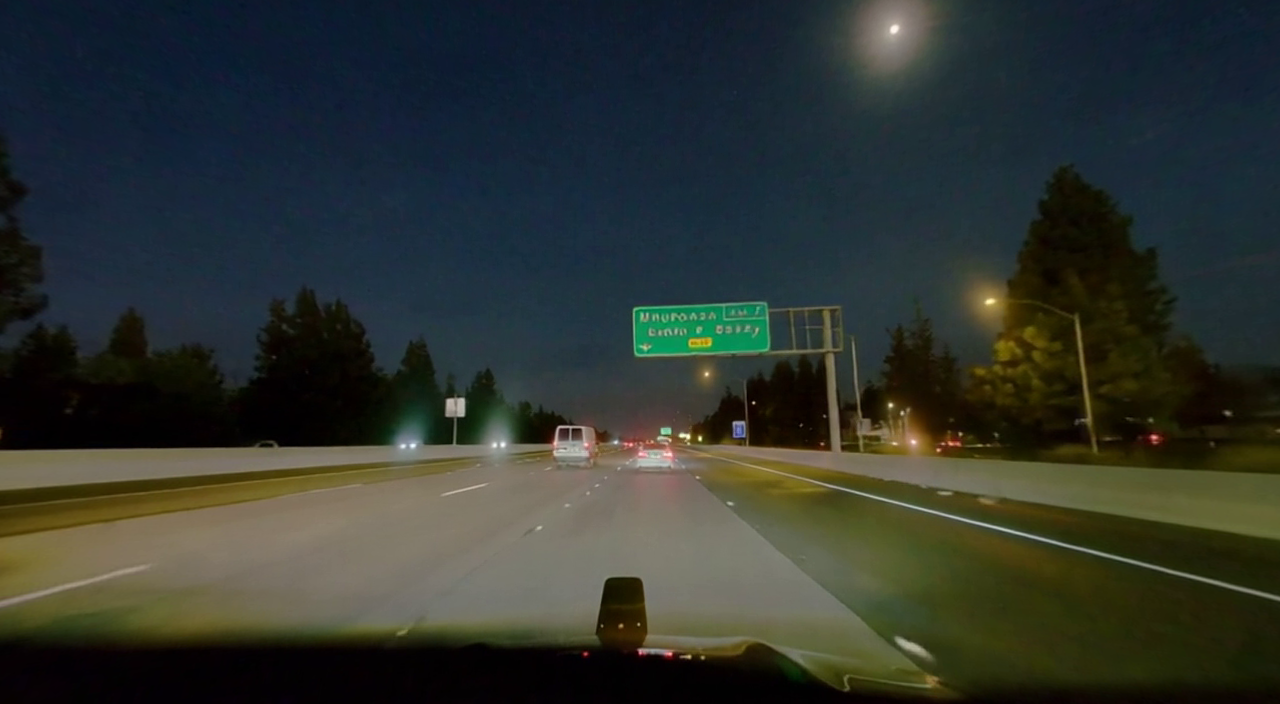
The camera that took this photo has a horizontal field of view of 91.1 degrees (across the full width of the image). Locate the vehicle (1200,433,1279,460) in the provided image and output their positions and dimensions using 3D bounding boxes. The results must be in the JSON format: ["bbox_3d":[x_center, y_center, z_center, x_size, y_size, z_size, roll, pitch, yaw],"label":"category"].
[{"bbox_3d":[38.077,5.891,39.024,1.919,1.563,4.399,2,-8,-12],"label":"vehicle"}]

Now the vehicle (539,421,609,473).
[{"bbox_3d":[-2.881,4.328,28.774,2.526,2.146,5.594,0,-8,1],"label":"vehicle"}]

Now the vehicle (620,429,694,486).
[{"bbox_3d":[0.521,3.423,20.657,2.165,1.653,4.456,0,-8,0],"label":"vehicle"}]
